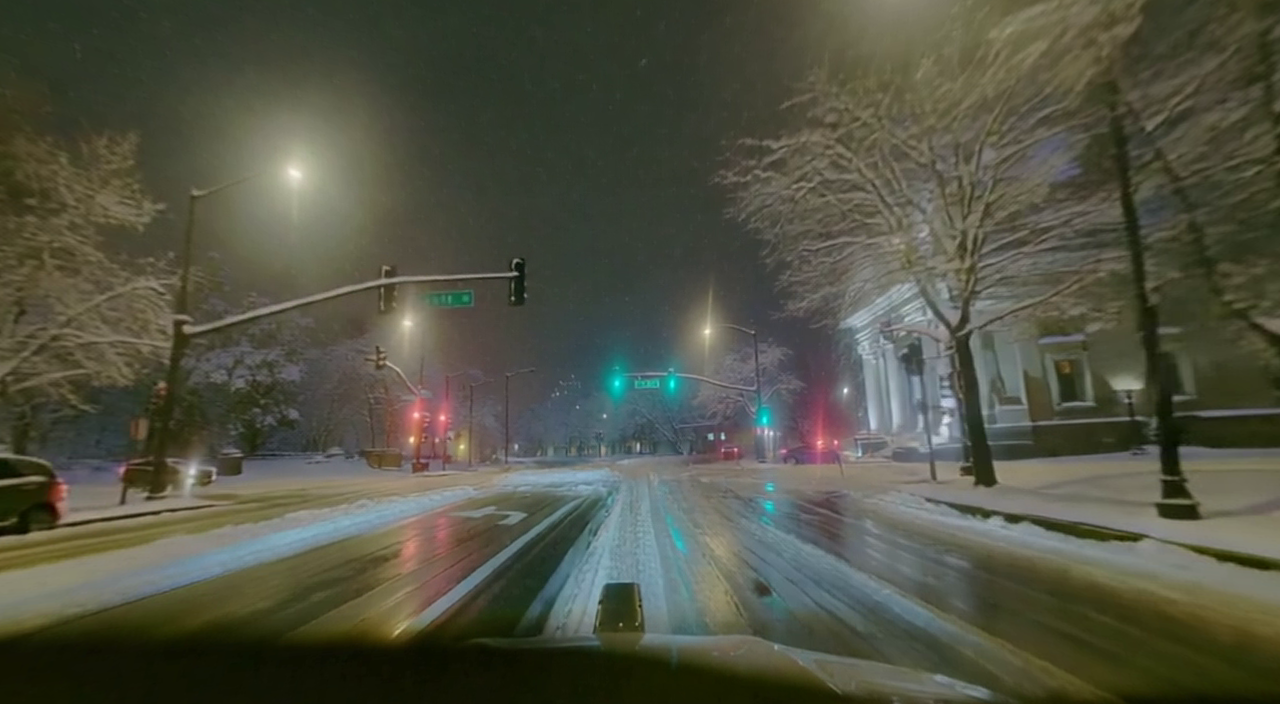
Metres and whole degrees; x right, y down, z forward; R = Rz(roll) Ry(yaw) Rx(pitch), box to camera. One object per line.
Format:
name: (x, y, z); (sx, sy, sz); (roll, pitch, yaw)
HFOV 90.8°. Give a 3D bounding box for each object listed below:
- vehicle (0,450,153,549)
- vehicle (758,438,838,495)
vehicle: (-12.305, 2.733, 11.801); (2.011, 1.668, 5.474); (0, -8, 1)
vehicle: (4.754, 3.448, 19.542); (2.085, 1.530, 4.125); (-2, -8, 11)
